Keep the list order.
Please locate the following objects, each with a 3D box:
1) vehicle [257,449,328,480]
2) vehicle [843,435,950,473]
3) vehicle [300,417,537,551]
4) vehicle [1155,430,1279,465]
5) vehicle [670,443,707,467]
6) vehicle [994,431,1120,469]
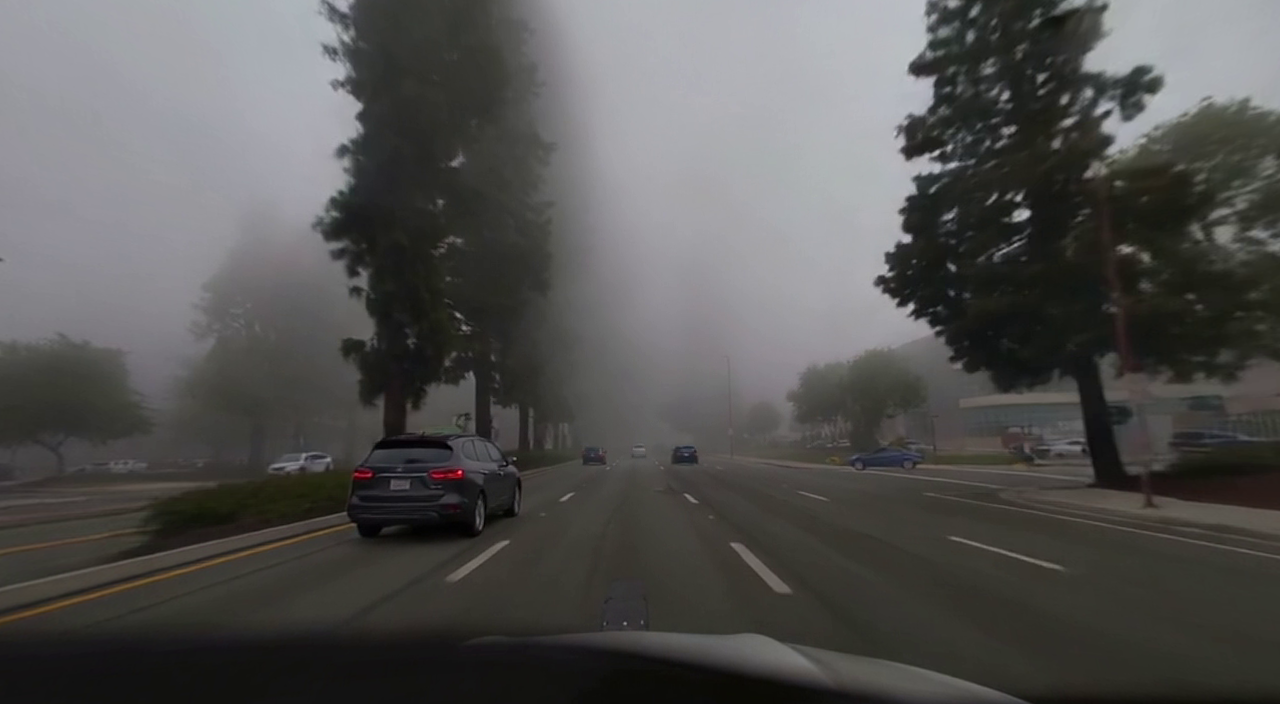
[{"bbox_3d":[-21.261,6.860,38.800,1.841,1.722,4.490,0,-8,0],"label":"vehicle"},{"bbox_3d":[12.691,5.117,31.517,4.515,1.599,1.968,-4,-10,10],"label":"vehicle"},{"bbox_3d":[-3.146,1.982,10.204,2.121,1.656,4.559,0,-8,1],"label":"vehicle"},{"bbox_3d":[28.771,4.717,31.218,4.759,1.666,1.941,0,-9,-1],"label":"vehicle"},{"bbox_3d":[3.165,6.817,42.061,2.087,1.506,4.276,0,-8,0],"label":"vehicle"},{"bbox_3d":[20.655,4.866,31.379,4.691,1.626,1.989,-3,-9,3],"label":"vehicle"}]
